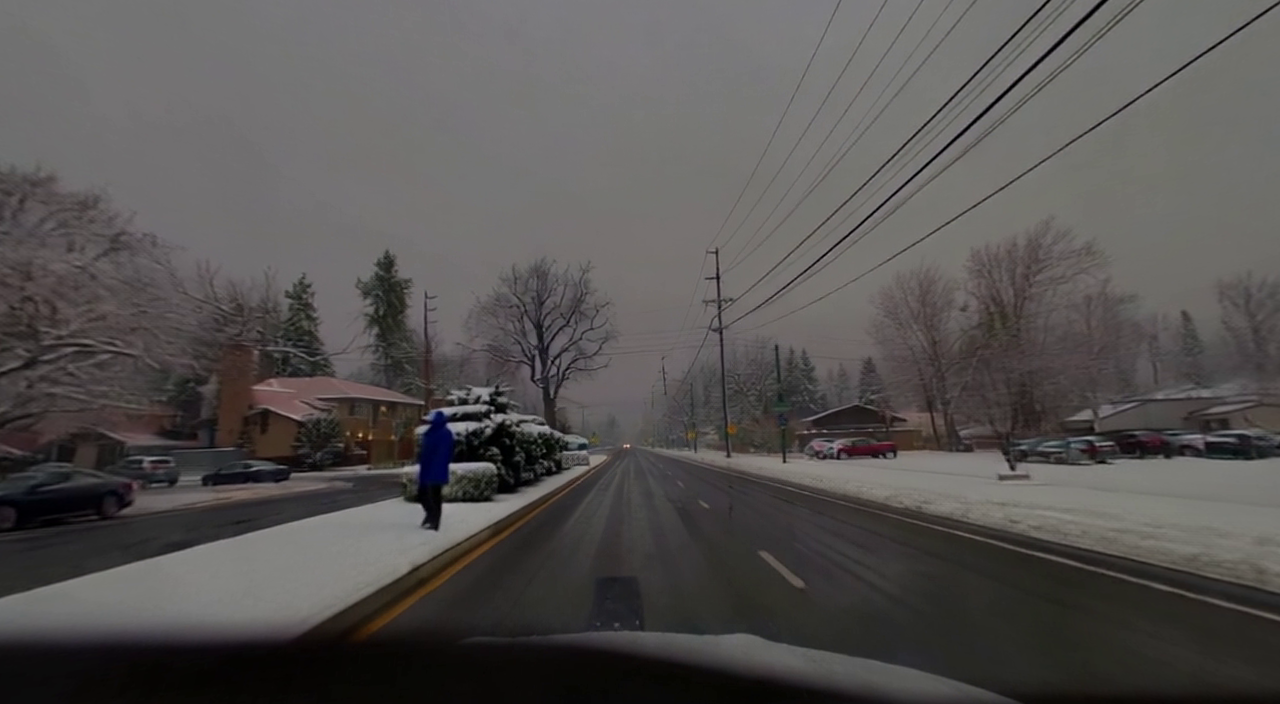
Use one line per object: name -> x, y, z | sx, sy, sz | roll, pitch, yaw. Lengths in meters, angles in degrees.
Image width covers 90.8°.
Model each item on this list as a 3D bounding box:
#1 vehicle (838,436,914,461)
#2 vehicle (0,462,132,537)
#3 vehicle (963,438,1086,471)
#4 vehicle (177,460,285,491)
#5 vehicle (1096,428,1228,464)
vehicle -> 16.967, 6.967, 45.600 | 4.560, 1.725, 2.096 | 0, -8, -3
vehicle -> -15.428, 3.684, 15.906 | 2.106, 1.517, 4.632 | -4, -8, -10
vehicle -> 17.494, 4.682, 28.920 | 4.246, 1.427, 2.055 | 0, -8, 0
vehicle -> -21.863, 6.606, 33.985 | 4.354, 1.450, 2.043 | 0, -10, -11
vehicle -> 31.280, 5.657, 38.121 | 2.206, 1.971, 5.600 | 3, -9, -21
